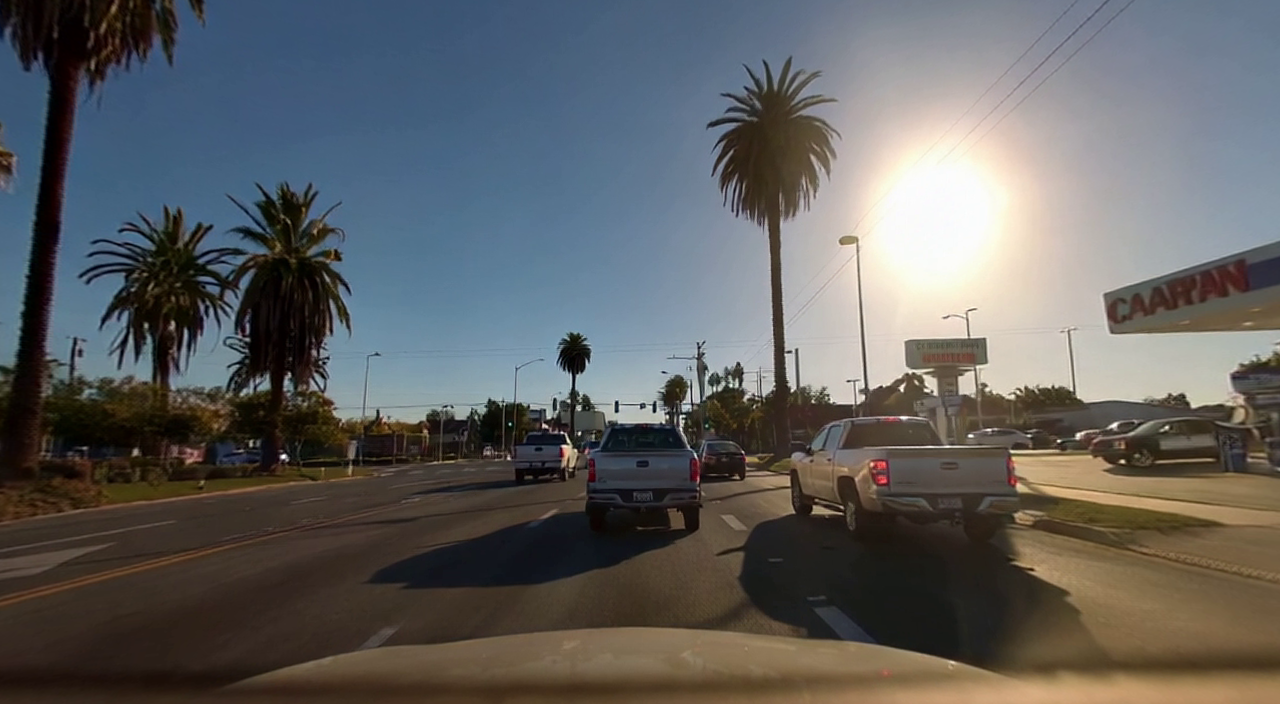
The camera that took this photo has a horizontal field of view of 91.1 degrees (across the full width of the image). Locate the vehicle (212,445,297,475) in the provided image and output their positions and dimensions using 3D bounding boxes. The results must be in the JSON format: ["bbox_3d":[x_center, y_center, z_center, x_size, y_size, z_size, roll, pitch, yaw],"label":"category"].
[{"bbox_3d":[-29.067,8.098,47.678,2.543,2.092,6.613,0,-8,-3],"label":"vehicle"}]

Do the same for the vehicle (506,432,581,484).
[{"bbox_3d":[-3.629,4.107,24.569,2.071,1.811,4.605,0,-8,2],"label":"vehicle"}]

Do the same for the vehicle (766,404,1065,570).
[{"bbox_3d":[3.610,1.903,9.774,2.120,1.828,5.531,0,-8,0],"label":"vehicle"}]

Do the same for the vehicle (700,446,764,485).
[{"bbox_3d":[3.488,4.368,24.507,1.901,1.401,3.965,0,-8,0],"label":"vehicle"}]

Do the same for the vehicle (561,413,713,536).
[{"bbox_3d":[0.020,2.247,12.266,2.295,1.835,5.471,0,-8,1],"label":"vehicle"}]
